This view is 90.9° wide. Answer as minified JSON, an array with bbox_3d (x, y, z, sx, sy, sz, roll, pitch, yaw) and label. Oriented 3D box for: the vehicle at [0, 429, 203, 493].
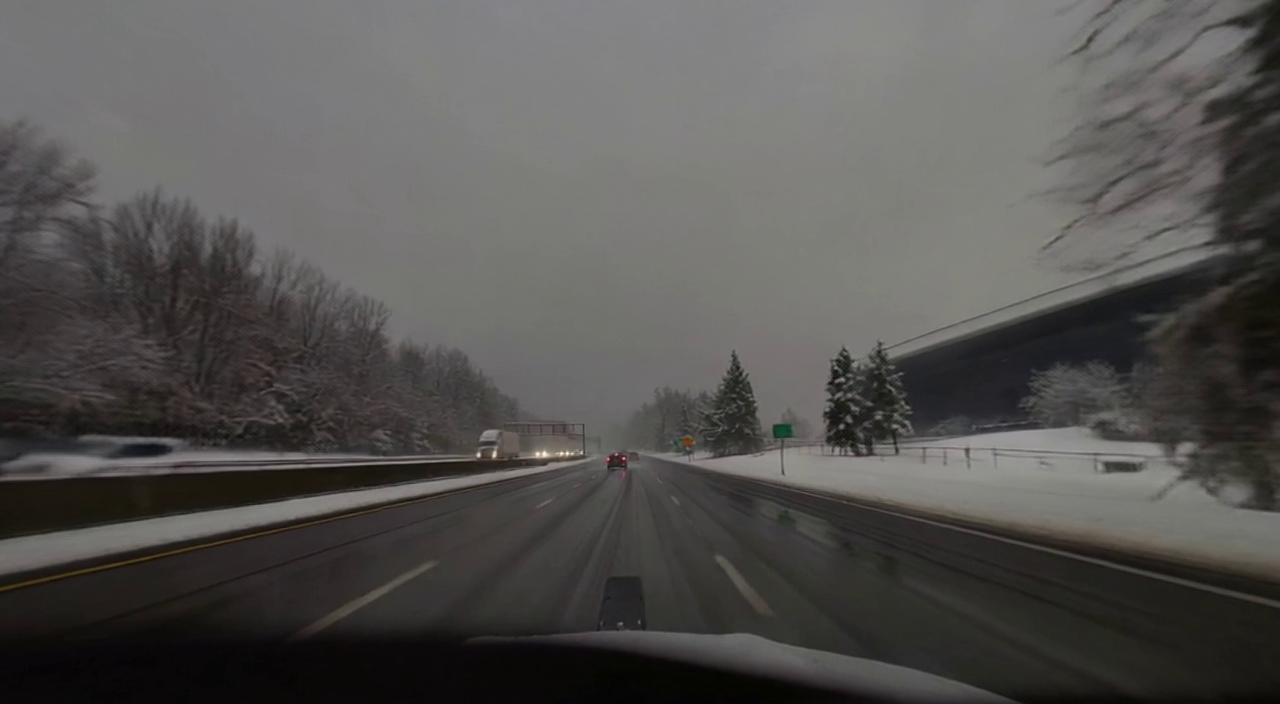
[{"bbox_3d":[-14.439,2.936,17.135,1.870,1.489,4.417,0,-9,1],"label":"vehicle"}]
